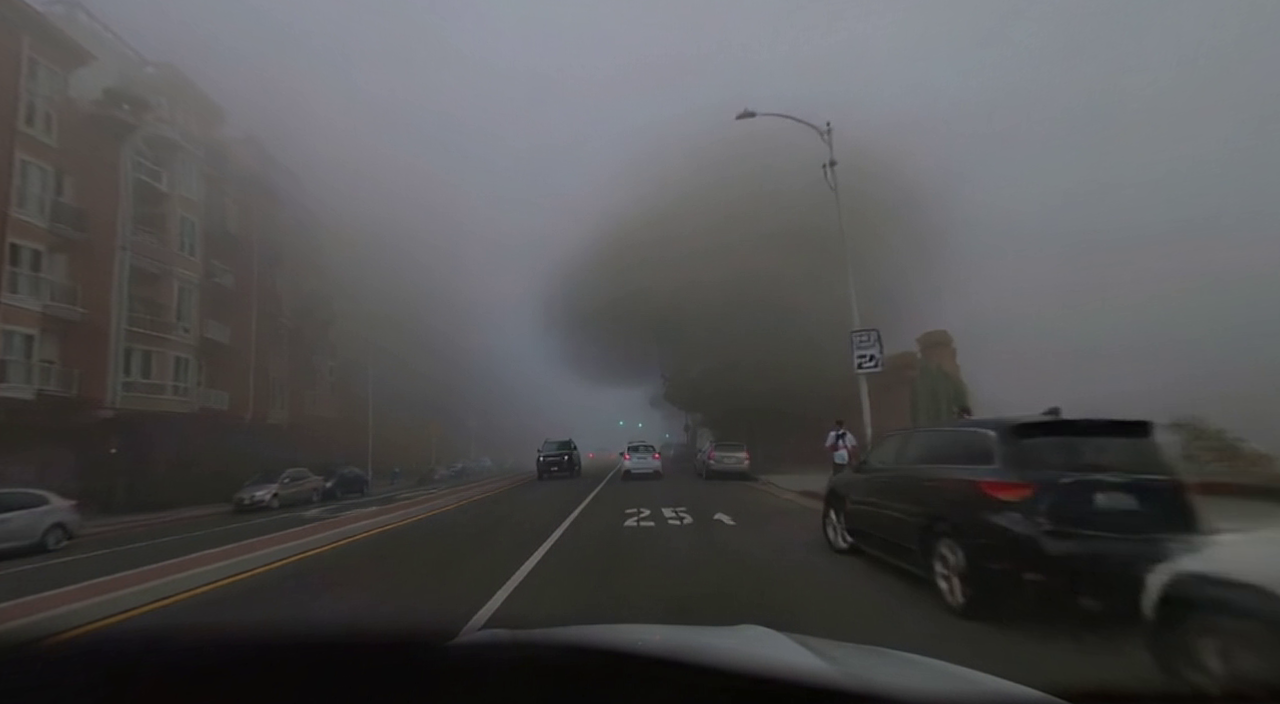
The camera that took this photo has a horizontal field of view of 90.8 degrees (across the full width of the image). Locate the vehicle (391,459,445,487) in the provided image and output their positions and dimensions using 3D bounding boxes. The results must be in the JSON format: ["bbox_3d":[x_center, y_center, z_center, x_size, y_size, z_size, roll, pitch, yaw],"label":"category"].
[{"bbox_3d":[-13.775,7.527,39.505,1.844,1.499,4.421,0,-8,-1],"label":"vehicle"}]

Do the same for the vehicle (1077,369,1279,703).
[{"bbox_3d":[3.108,0.663,0.936,1.828,1.565,4.392,0,-8,1],"label":"vehicle"}]

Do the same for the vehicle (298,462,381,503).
[{"bbox_3d":[-13.705,5.934,29.072,1.839,1.594,4.055,0,-8,-1],"label":"vehicle"}]

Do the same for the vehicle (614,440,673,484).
[{"bbox_3d":[0.136,4.111,23.912,2.026,1.496,3.701,0,-8,0],"label":"vehicle"}]

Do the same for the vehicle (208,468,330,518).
[{"bbox_3d":[-13.737,5.209,23.768,1.907,1.480,4.498,0,-8,-1],"label":"vehicle"}]

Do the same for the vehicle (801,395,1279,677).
[{"bbox_3d":[3.214,1.438,6.227,1.925,1.635,4.905,0,-8,0],"label":"vehicle"}]

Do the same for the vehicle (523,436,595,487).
[{"bbox_3d":[-2.925,4.062,23.683,2.065,1.705,4.353,0,-8,1],"label":"vehicle"}]

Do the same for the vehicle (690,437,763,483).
[{"bbox_3d":[3.137,4.036,23.899,2.077,1.532,4.694,0,-8,0],"label":"vehicle"}]
